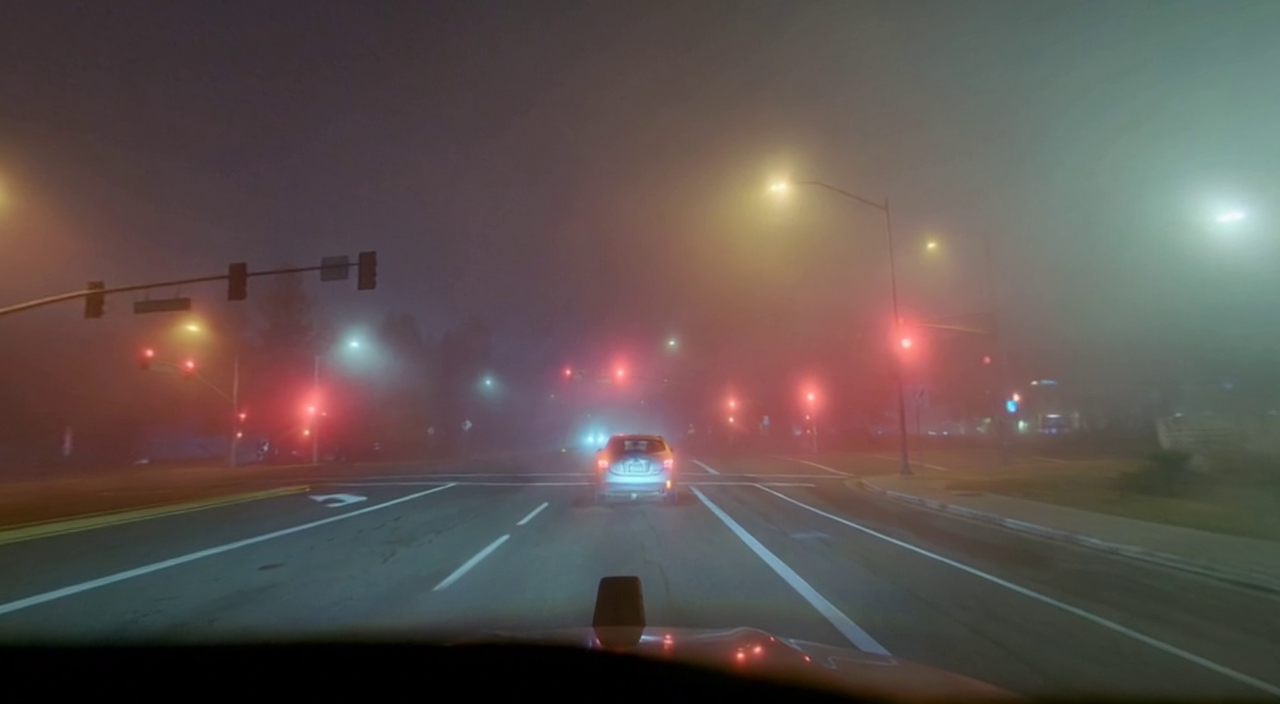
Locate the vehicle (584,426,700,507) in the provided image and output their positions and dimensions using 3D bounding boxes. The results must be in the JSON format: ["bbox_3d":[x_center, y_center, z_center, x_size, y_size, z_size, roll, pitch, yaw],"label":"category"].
[{"bbox_3d":[-0.004,2.403,13.595,2.107,1.470,3.974,0,-9,-1],"label":"vehicle"}]
